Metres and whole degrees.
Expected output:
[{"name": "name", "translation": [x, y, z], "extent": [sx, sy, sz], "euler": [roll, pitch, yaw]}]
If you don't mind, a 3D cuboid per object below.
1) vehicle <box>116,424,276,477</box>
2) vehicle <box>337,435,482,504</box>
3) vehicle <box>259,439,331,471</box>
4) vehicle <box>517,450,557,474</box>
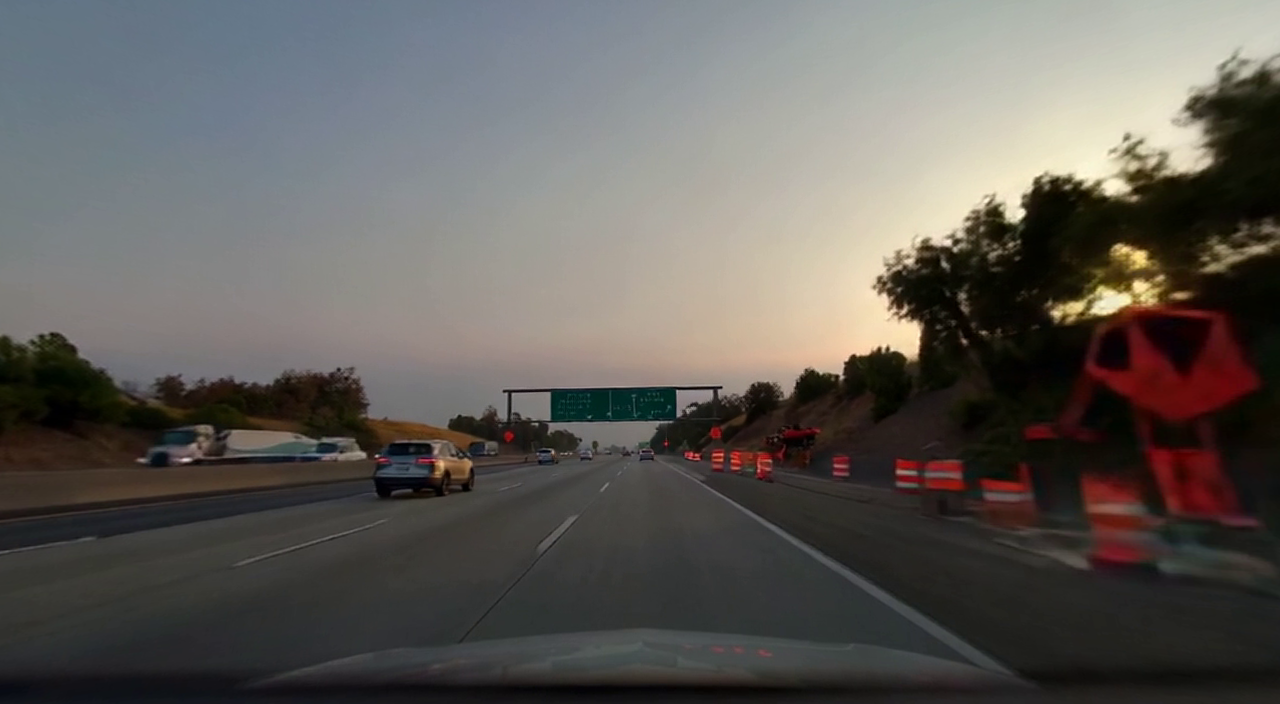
[{"name": "vehicle", "translation": [-30.016, 6.770, 43.530], "extent": [3.172, 3.191, 10.560], "euler": [0, -9, 2]}, {"name": "vehicle", "translation": [-6.399, 3.315, 18.224], "extent": [2.402, 1.733, 4.512], "euler": [0, -9, 1]}, {"name": "vehicle", "translation": [-18.567, 5.560, 34.047], "extent": [1.761, 1.619, 3.719], "euler": [0, -9, -1]}, {"name": "vehicle", "translation": [-6.833, 7.341, 42.172], "extent": [1.895, 1.506, 4.245], "euler": [0, -9, 0]}]
